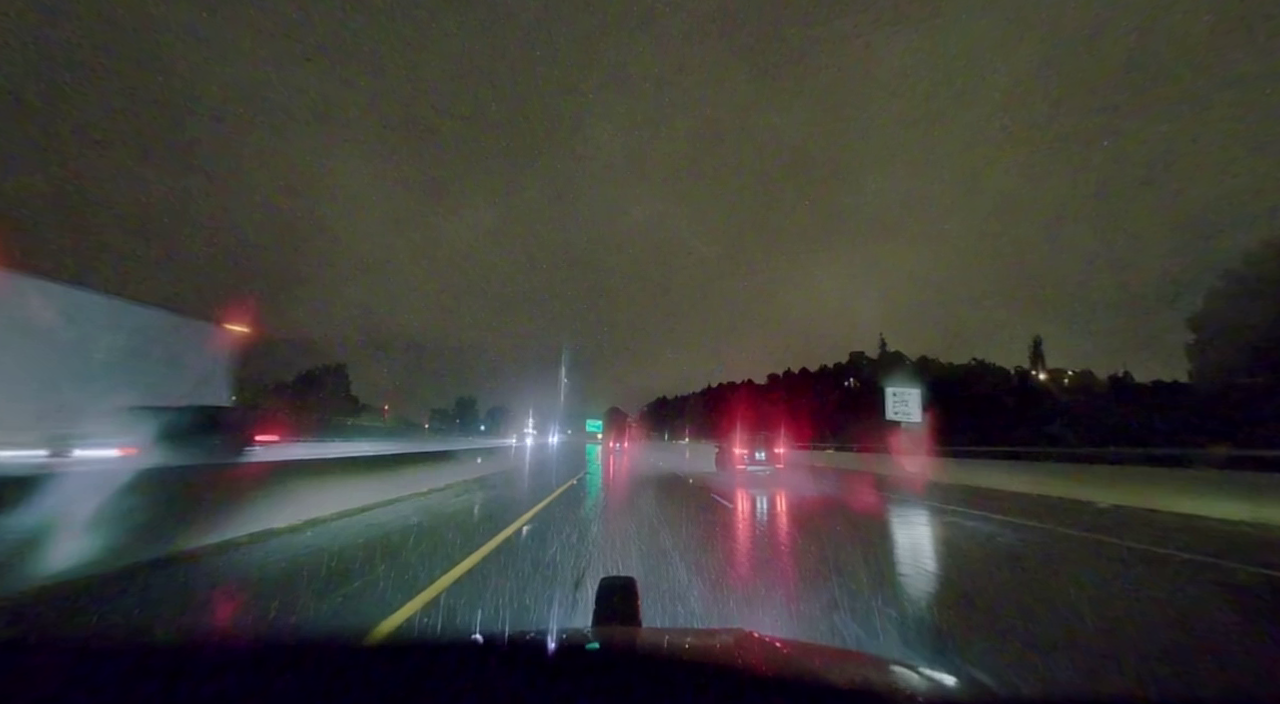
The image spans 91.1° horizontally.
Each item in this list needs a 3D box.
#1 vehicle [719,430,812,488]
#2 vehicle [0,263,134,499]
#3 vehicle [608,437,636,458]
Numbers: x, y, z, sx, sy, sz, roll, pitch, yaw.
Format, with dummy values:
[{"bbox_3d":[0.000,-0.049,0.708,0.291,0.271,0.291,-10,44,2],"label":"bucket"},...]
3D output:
[{"bbox_3d":[3.561,3.098,18.511,1.852,1.513,3.652,0,-8,-2],"label":"vehicle"},{"bbox_3d":[-8.498,0.177,5.975,2.663,2.628,5.536,0,-8,0],"label":"vehicle"},{"bbox_3d":[-1.410,7.232,47.759,1.998,1.512,3.735,1,-8,-3],"label":"vehicle"}]
